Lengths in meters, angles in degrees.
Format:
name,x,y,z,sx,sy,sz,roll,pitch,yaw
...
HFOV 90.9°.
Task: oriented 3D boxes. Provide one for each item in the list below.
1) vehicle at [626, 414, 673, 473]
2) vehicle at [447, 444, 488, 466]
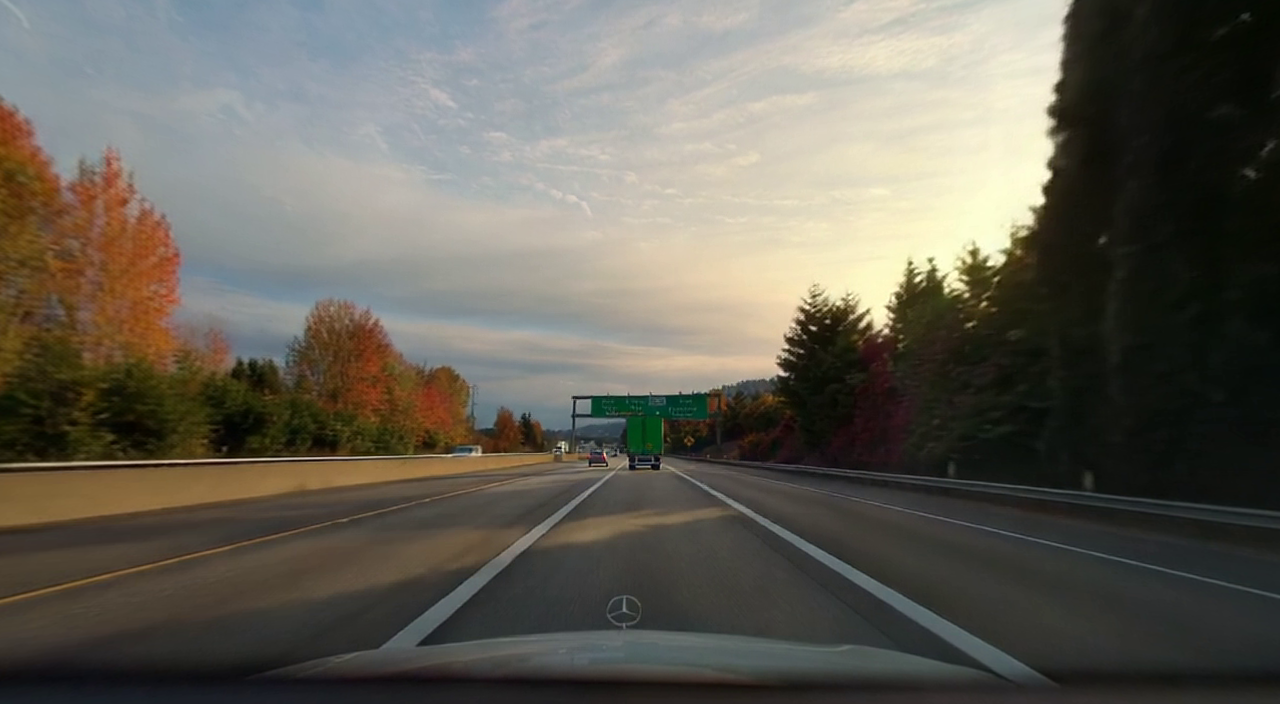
name,x,y,z,sx,sy,sz,roll,pitch,yaw
vehicle,0.485,6.416,43.956,2.893,3.628,9.081,0,-9,-2
vehicle,-13.422,8.070,49.270,1.957,1.611,4.223,0,-9,0
